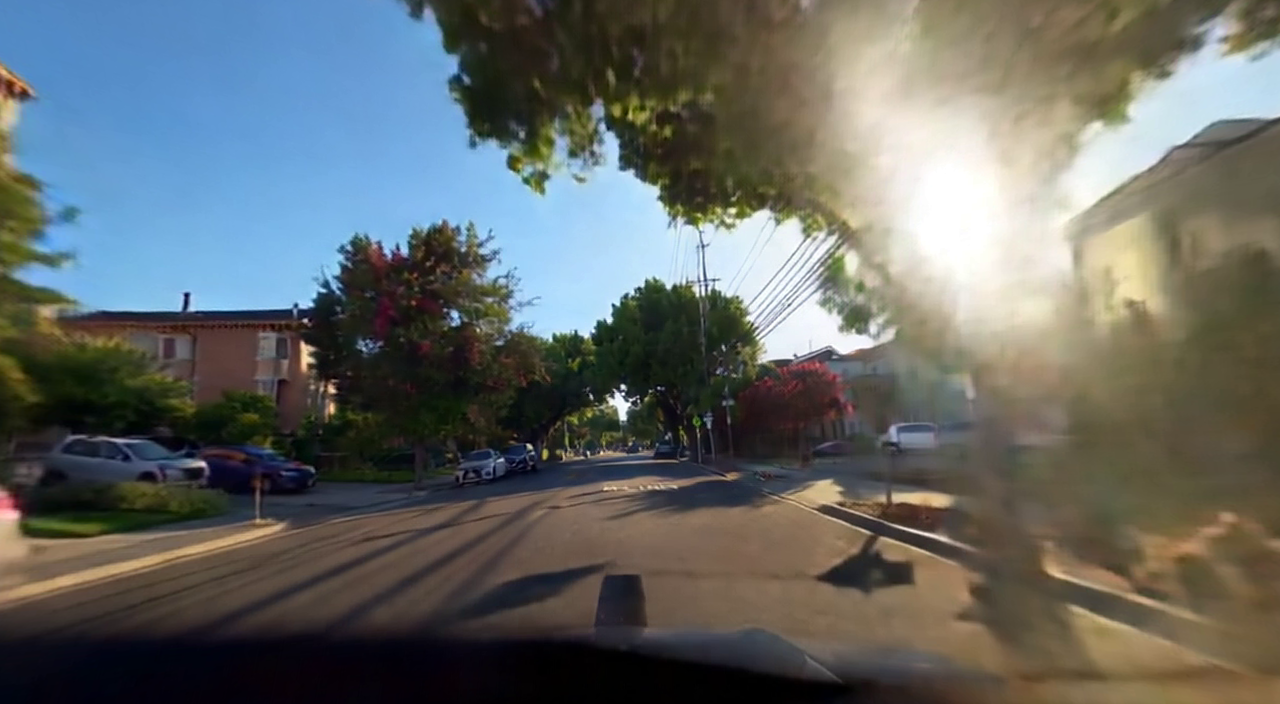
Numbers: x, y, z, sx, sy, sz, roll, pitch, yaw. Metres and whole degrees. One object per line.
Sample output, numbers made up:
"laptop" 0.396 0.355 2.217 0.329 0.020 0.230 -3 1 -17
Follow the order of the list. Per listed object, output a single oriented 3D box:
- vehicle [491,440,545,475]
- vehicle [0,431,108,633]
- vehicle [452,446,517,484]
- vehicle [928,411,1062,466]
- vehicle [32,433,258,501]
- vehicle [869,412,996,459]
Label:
"vehicle" -7.090 6.197 37.207 2.135 1.787 4.452 -4 -9 1
"vehicle" -6.722 1.384 4.020 2.162 1.757 5.201 -2 -9 0
"vehicle" -7.107 5.196 29.287 2.041 1.587 3.920 -2 -9 0
"vehicle" 13.535 3.326 24.208 4.145 1.767 1.880 -9 -10 30
"vehicle" -14.295 3.331 18.566 4.543 1.824 2.379 0 -9 -3
"vehicle" 13.748 3.963 29.817 4.836 1.789 2.229 -11 -11 39
